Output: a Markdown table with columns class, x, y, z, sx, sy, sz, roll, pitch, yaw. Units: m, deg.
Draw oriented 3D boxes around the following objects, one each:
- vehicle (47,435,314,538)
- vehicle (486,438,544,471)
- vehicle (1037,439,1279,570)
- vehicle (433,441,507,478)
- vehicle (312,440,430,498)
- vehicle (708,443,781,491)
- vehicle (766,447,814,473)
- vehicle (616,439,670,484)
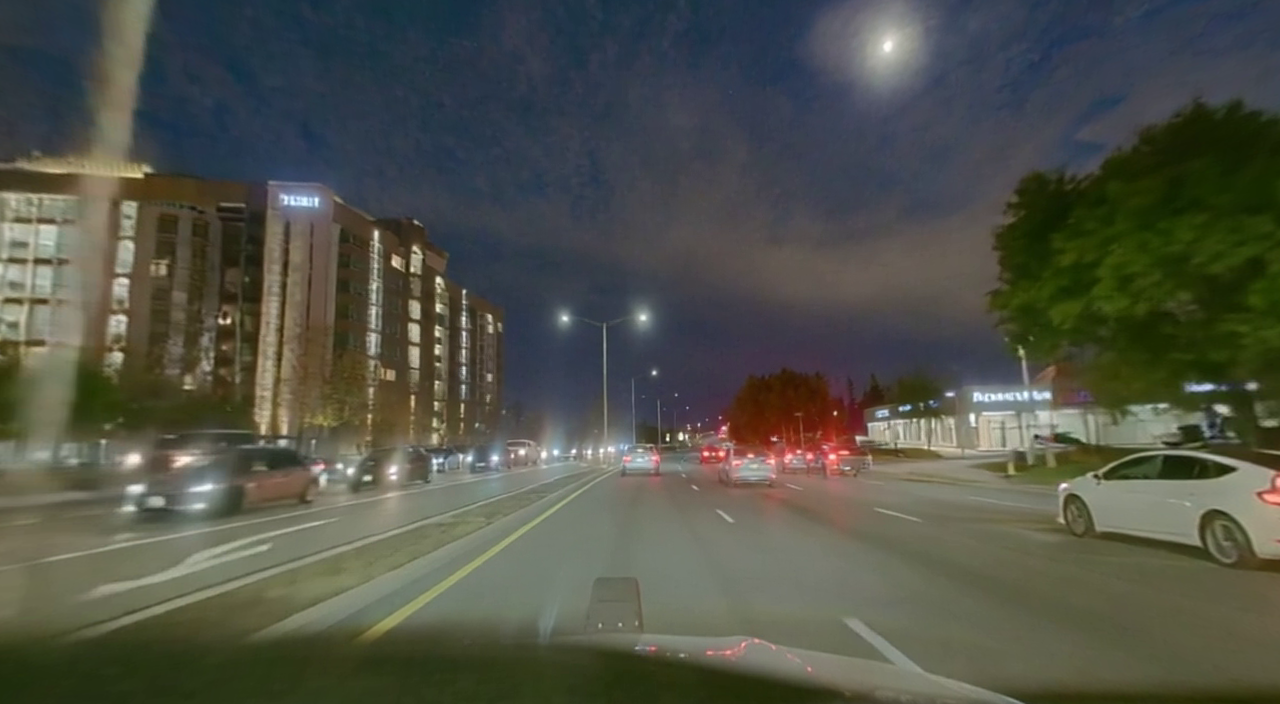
| class | x | y | z | sx | sy | sz | roll | pitch | yaw |
| --- | --- | --- | --- | --- | --- | --- | --- | --- | --- |
| vehicle | -8.495 | 2.483 | 12.303 | 2.076 | 1.595 | 4.110 | -1 | -8 | 0 |
| vehicle | -7.909 | 6.579 | 40.633 | 2.460 | 1.970 | 5.271 | -1 | -9 | 3 |
| vehicle | 8.176 | 2.020 | 9.089 | 1.909 | 1.456 | 4.569 | 0 | -9 | 0 |
| vehicle | -8.452 | 5.391 | 31.946 | 2.183 | 1.706 | 4.862 | 0 | -9 | 2 |
| vehicle | -8.748 | 3.798 | 21.027 | 1.953 | 1.647 | 4.401 | -2 | -8 | 1 |
| vehicle | 3.534 | 3.946 | 22.042 | 1.852 | 1.498 | 3.825 | 0 | -9 | -1 |
| vehicle | 9.058 | 6.522 | 38.495 | 1.860 | 1.475 | 4.488 | 0 | -9 | 1 |
| vehicle | 0.165 | 4.519 | 26.363 | 2.101 | 1.694 | 3.979 | 0 | -9 | 1 |
